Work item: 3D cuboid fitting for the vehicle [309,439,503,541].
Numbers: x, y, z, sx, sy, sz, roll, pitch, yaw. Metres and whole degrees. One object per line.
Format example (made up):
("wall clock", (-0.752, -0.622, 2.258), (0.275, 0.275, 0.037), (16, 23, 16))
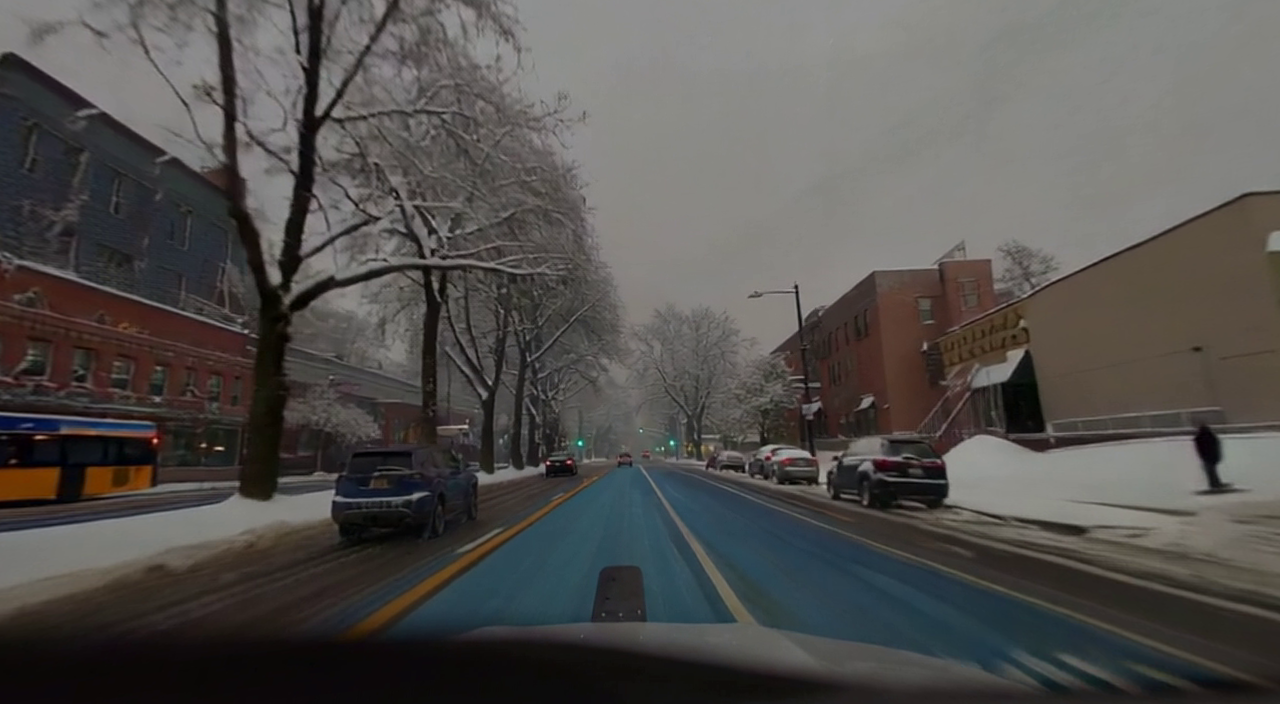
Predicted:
("vehicle", (-4.075, 2.470, 11.959), (1.995, 1.524, 4.438), (0, -9, -1))

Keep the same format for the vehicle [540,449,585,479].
("vehicle", (-4.176, 6.124, 34.732), (1.934, 1.522, 4.287), (0, -9, 0))

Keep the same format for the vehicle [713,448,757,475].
("vehicle", (5.769, 6.708, 39.009), (1.886, 1.530, 4.636), (0, -9, -2))

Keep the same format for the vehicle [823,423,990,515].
("vehicle", (6.024, 2.712, 14.986), (1.945, 1.829, 4.305), (0, -9, -2))

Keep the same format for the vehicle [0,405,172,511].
("vehicle", (-22.142, 3.680, 21.935), (3.231, 3.391, 10.828), (-1, -9, 1))

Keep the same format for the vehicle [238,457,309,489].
("vehicle", (-20.479, 6.761, 35.504), (1.805, 1.616, 4.080), (0, -9, -6))
